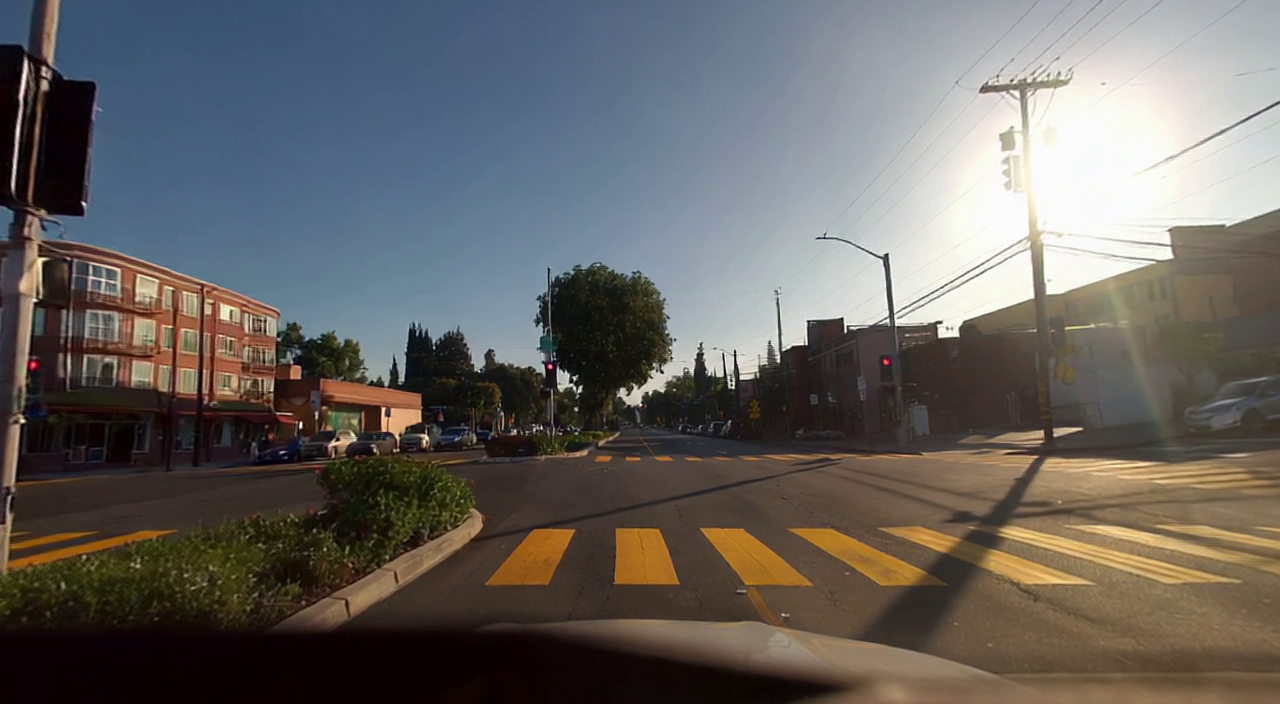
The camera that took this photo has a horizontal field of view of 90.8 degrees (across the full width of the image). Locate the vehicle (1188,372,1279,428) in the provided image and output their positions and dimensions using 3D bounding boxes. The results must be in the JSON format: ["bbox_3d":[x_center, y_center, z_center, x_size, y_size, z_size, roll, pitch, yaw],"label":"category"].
[{"bbox_3d":[22.378,1.621,22.236,4.531,1.753,1.964,-2,-2,-5],"label":"vehicle"}]

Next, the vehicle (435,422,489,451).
[{"bbox_3d":[-11.695,5.627,41.870,2.118,1.809,4.591,0,-8,2],"label":"vehicle"}]

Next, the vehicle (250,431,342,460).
[{"bbox_3d":[-18.045,4.964,33.532,1.939,1.430,5.533,0,-8,-2],"label":"vehicle"}]

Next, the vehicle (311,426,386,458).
[{"bbox_3d":[-18.245,5.667,39.863,2.225,1.871,5.189,0,-8,0],"label":"vehicle"}]
